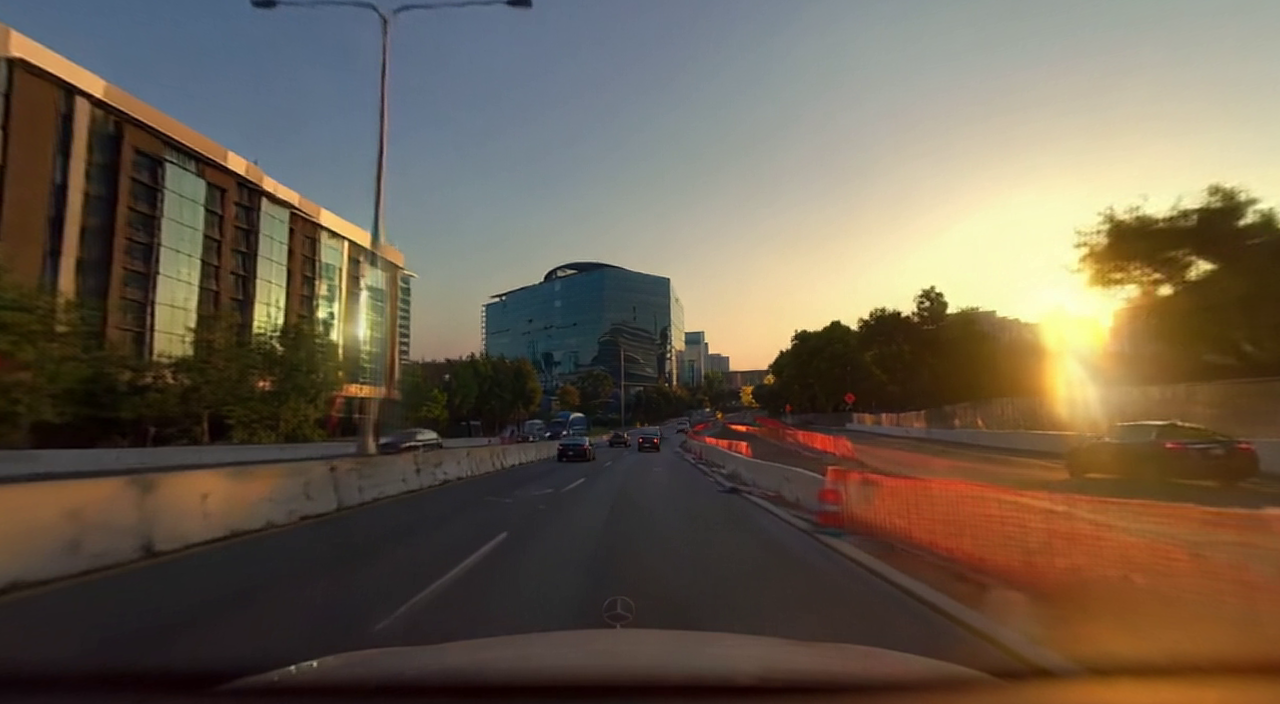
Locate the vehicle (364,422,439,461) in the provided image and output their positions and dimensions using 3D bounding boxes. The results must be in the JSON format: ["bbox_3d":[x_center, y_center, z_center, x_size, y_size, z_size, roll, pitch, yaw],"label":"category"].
[{"bbox_3d":[-13.008,4.923,34.782,2.013,1.983,4.980,0,-8,2],"label":"vehicle"}]

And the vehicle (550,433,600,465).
[{"bbox_3d":[-3.096,4.702,30.814,1.848,1.406,4.013,0,-8,2],"label":"vehicle"}]

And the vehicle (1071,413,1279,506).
[{"bbox_3d":[10.444,2.005,12.163,1.913,1.499,3.581,-1,-8,6],"label":"vehicle"}]
